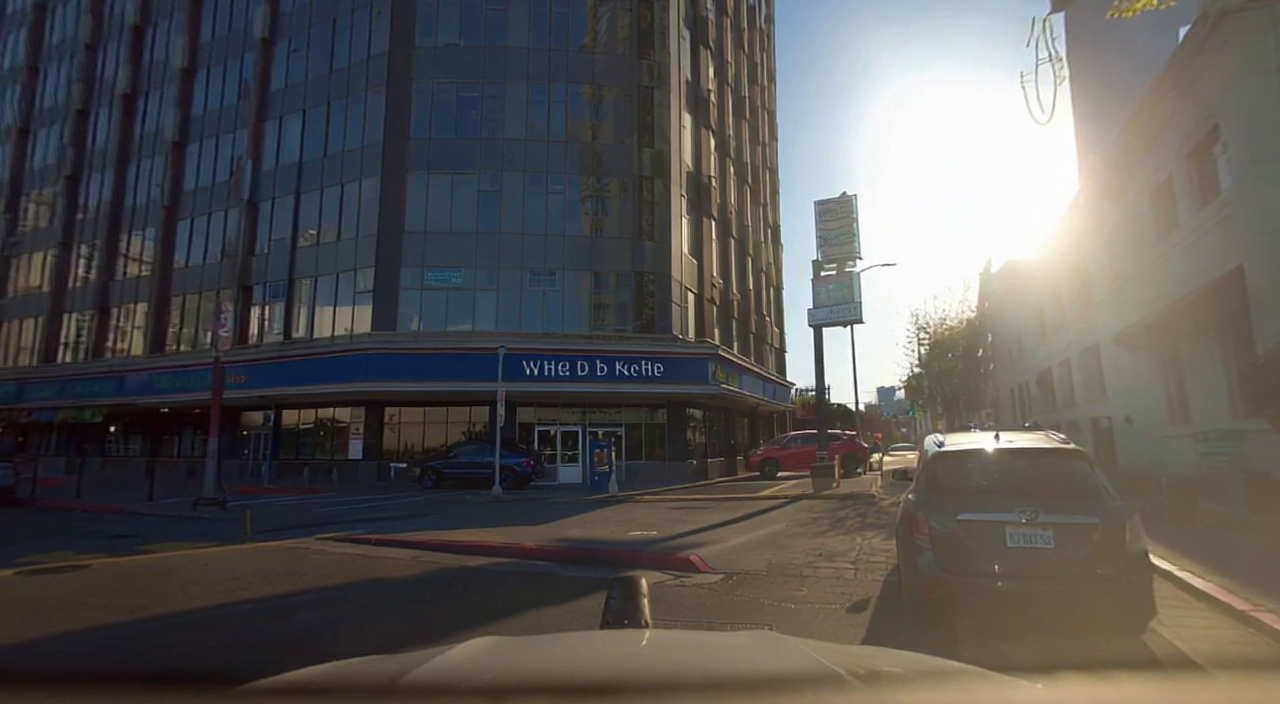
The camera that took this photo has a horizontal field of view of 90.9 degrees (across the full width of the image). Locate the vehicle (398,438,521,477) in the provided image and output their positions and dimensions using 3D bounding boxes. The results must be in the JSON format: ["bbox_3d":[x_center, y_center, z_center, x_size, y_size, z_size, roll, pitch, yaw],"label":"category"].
[{"bbox_3d":[-7.866,4.615,27.656,4.814,1.618,1.869,-2,-9,11],"label":"vehicle"}]

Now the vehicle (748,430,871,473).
[{"bbox_3d":[7.174,4.206,26.781,4.706,1.663,1.993,-4,-9,25],"label":"vehicle"}]
